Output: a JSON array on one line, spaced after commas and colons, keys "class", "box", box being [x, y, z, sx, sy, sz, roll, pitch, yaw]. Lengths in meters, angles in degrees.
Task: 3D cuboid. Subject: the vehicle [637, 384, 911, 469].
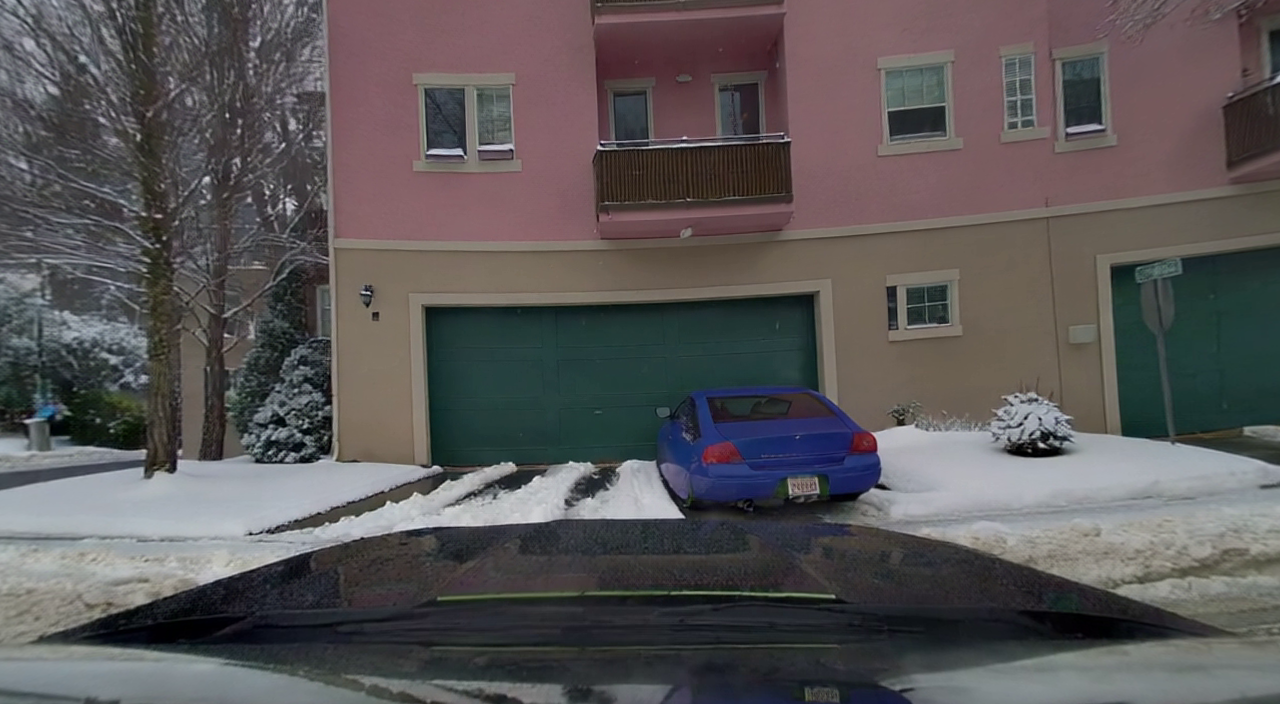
[{"class": "vehicle", "box": [2.300, 1.417, 11.835, 4.697, 1.444, 1.825, 0, -8, -1]}]

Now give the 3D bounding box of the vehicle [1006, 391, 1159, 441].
[{"class": "vehicle", "box": [15.847, 2.335, 22.749, 3.905, 1.475, 2.057, -3, -8, -3]}]
